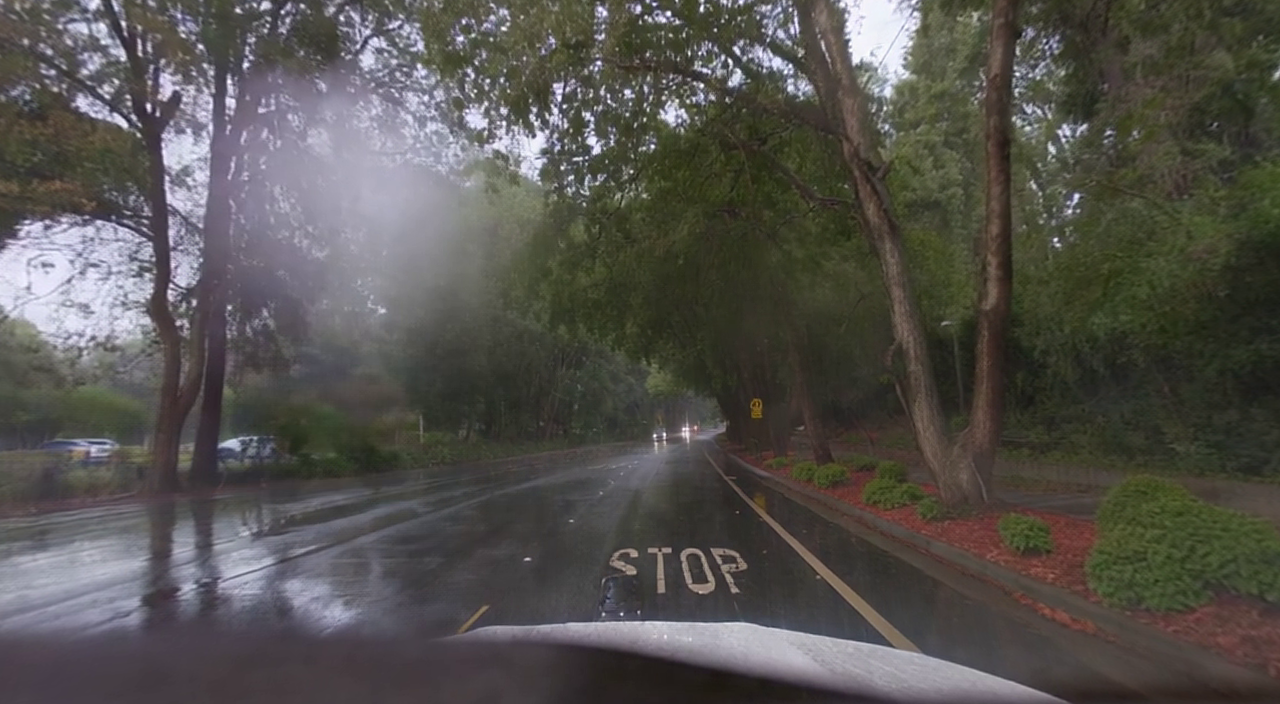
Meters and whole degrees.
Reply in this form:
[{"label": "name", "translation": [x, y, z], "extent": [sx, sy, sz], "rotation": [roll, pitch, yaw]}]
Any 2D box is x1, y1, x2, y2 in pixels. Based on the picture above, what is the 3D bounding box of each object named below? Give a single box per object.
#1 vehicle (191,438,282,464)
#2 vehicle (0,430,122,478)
[{"label": "vehicle", "translation": [-23.934, 5.898, 37.561], "extent": [4.007, 1.459, 1.952], "rotation": [0, -10, 0]}, {"label": "vehicle", "translation": [-28.346, 4.935, 30.717], "extent": [4.733, 1.892, 1.939], "rotation": [-4, -4, 2]}]
